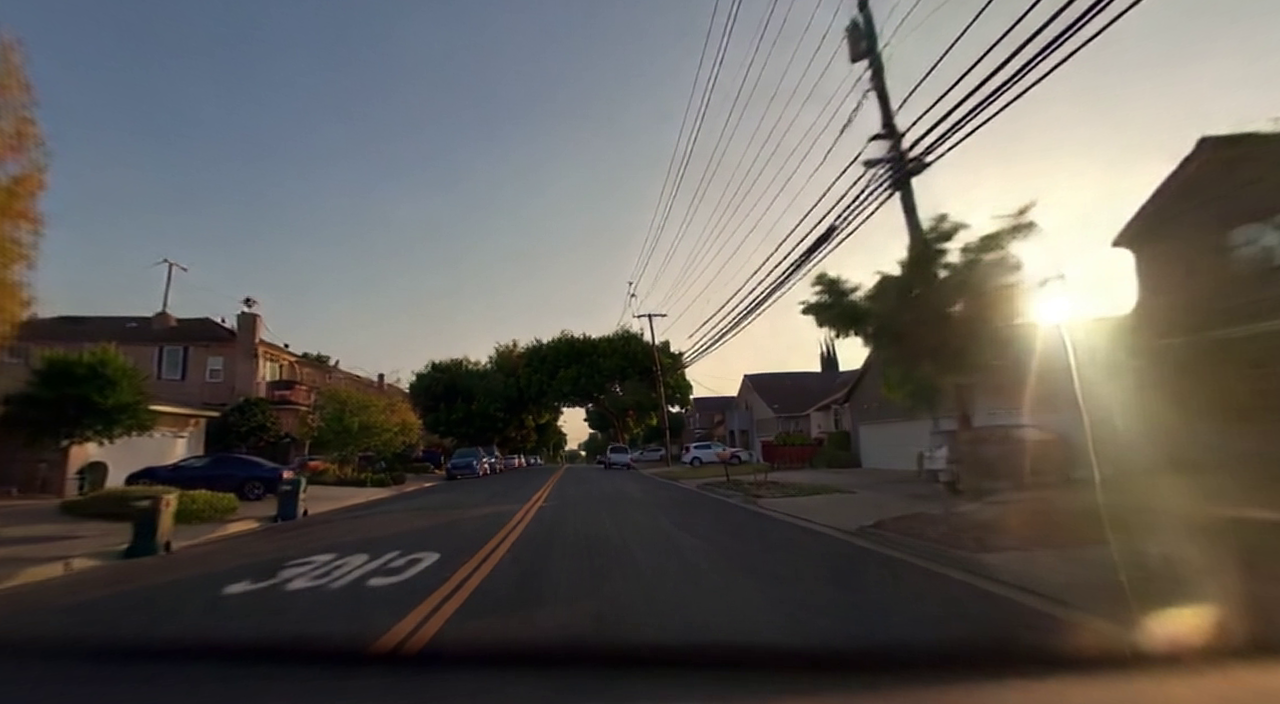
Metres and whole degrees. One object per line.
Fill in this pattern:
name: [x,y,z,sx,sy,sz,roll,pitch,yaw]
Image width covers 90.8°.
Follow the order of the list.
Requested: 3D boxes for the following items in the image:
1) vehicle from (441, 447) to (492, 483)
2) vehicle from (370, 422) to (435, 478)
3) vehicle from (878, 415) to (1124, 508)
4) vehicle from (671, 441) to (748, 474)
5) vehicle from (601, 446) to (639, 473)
vehicle: [-9.729,6.445,35.803,2.046,1.777,4.473,-2,-12,-6]
vehicle: [-15.237,6.376,41.085,2.781,3.221,7.995,2,-9,-13]
vehicle: [8.049,2.459,14.395,4.337,1.768,1.962,-2,-9,-5]
vehicle: [4.453,6.830,40.917,4.489,1.812,2.056,0,-14,-10]
vehicle: [-1.653,8.429,49.830,2.203,1.952,5.111,2,-9,-11]
